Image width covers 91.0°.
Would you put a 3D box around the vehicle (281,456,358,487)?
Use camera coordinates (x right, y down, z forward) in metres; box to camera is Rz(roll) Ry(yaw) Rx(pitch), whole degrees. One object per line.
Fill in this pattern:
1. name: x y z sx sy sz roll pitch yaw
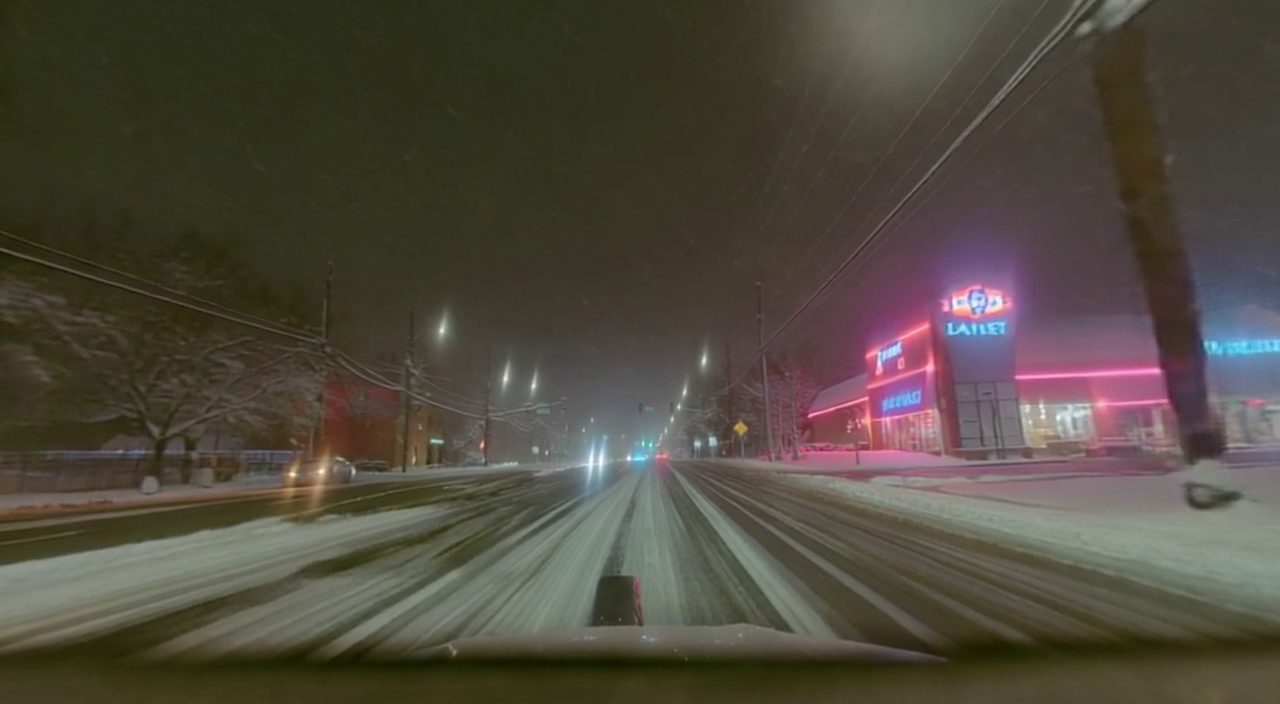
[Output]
1. vehicle: -17.879 6.662 35.415 1.938 1.465 4.744 -2 -8 -1
